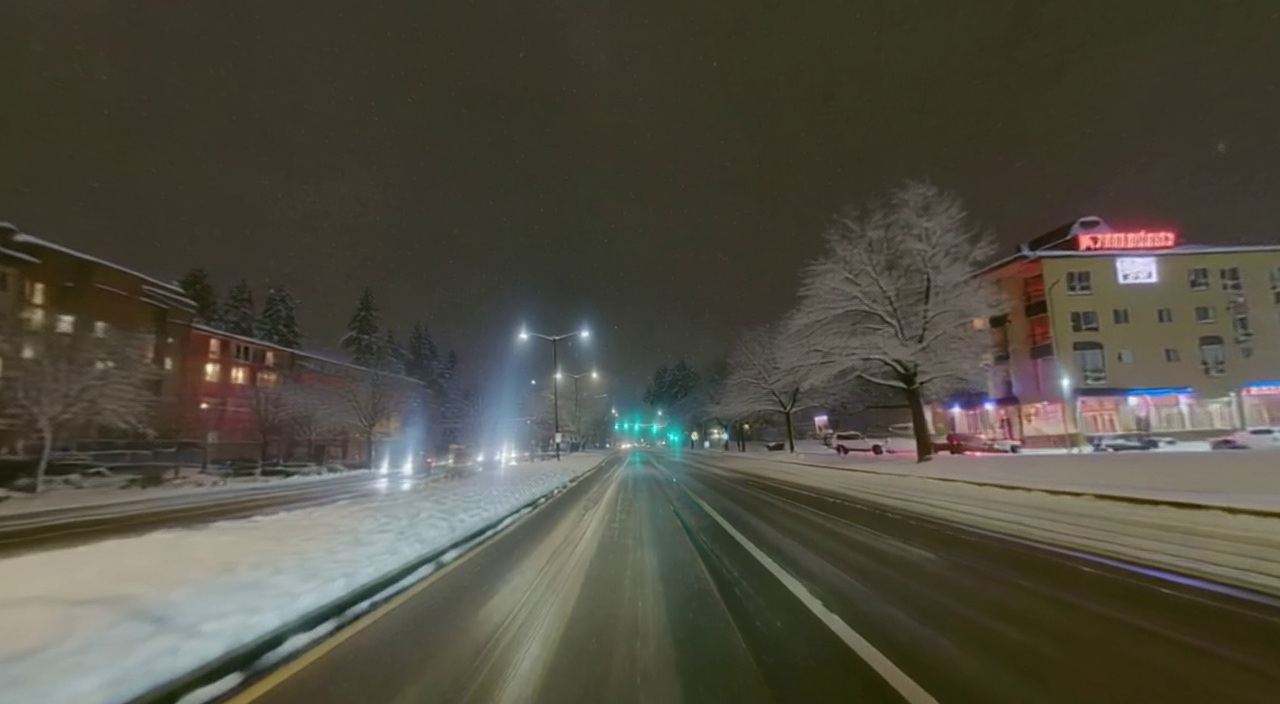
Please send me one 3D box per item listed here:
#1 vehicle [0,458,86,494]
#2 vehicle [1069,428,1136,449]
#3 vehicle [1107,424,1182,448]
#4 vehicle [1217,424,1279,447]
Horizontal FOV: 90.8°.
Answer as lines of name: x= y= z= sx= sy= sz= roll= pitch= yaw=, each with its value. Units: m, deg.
vehicle: x=-30.287 y=6.018 z=30.758 sx=4.679 sy=1.661 sz=1.923 roll=0 pitch=-9 yaw=-1
vehicle: x=35.841 y=6.729 z=49.118 sx=1.858 sy=1.507 sz=4.593 roll=0 pitch=-7 yaw=1
vehicle: x=38.613 y=6.493 z=48.517 sx=2.005 sy=1.609 sz=4.236 roll=-1 pitch=-9 yaw=-4
vehicle: x=41.583 y=5.583 z=41.989 sx=1.873 sy=1.480 sz=4.813 roll=0 pitch=-9 yaw=0
